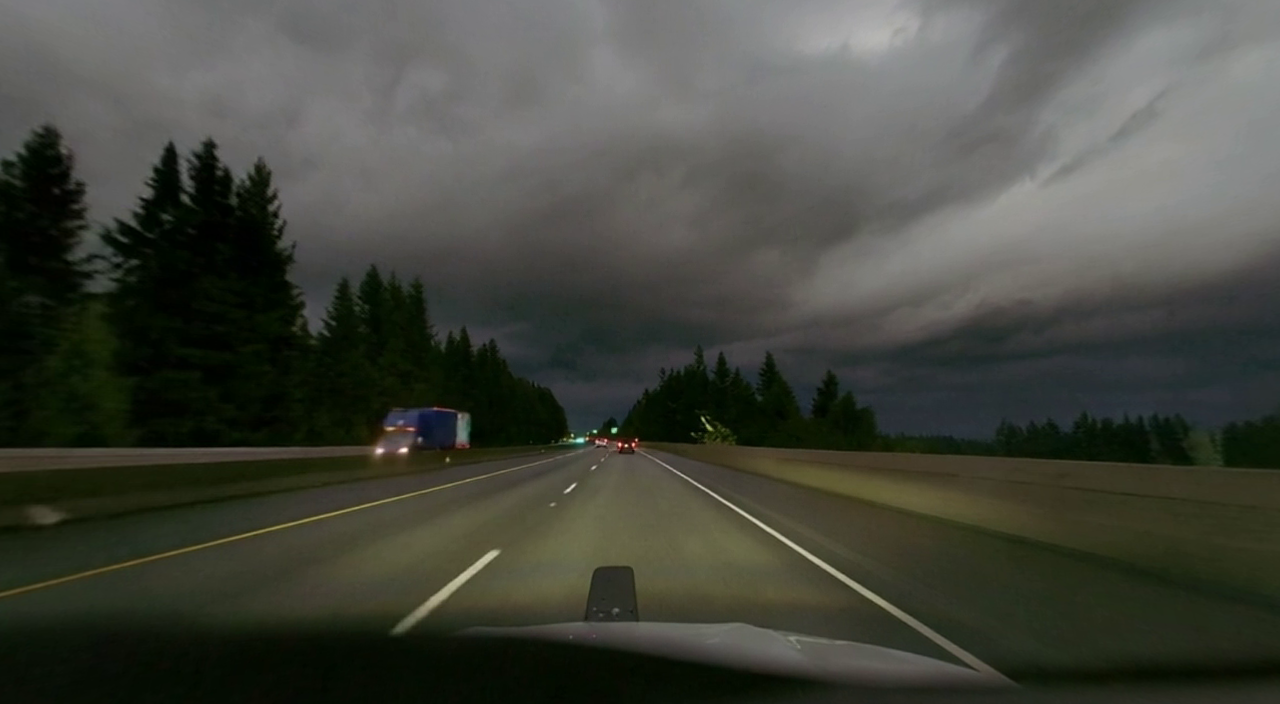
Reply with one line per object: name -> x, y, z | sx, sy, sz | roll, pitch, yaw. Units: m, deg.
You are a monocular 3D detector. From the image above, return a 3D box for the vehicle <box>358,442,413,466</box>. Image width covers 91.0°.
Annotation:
vehicle -> -16.760, 6.694, 41.625 | 1.890, 1.480, 4.241 | 0, -8, 0
